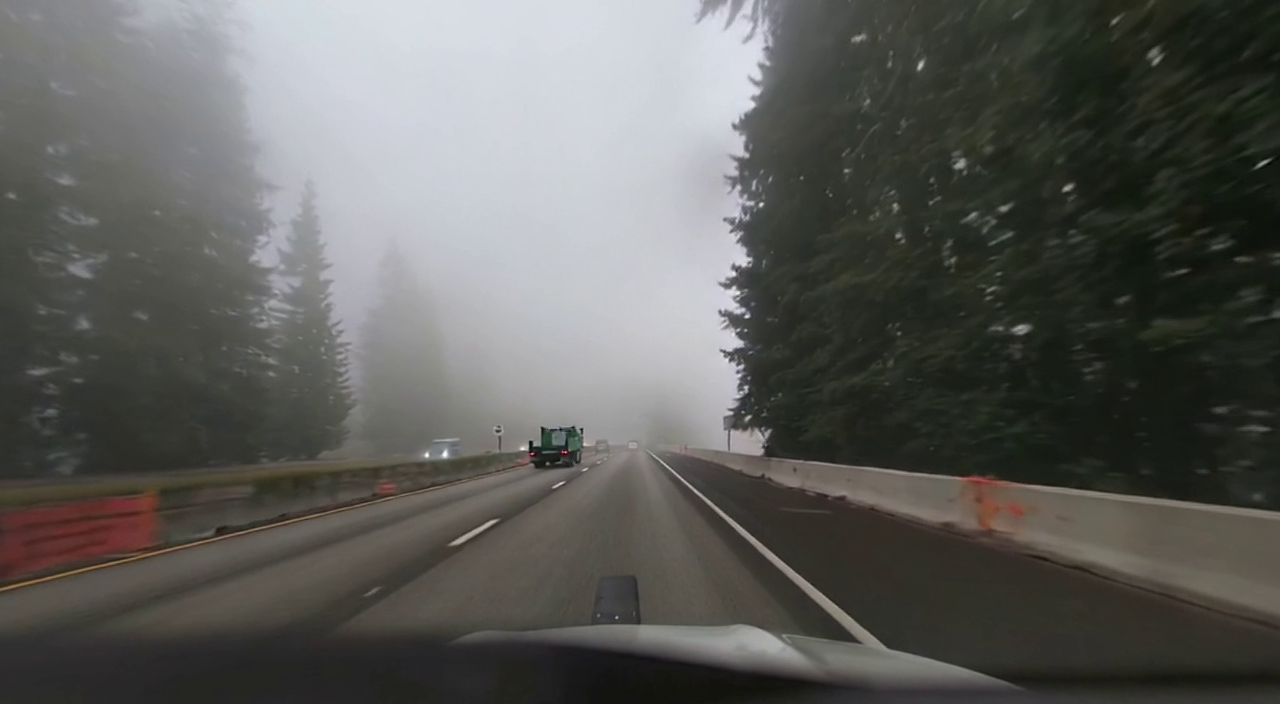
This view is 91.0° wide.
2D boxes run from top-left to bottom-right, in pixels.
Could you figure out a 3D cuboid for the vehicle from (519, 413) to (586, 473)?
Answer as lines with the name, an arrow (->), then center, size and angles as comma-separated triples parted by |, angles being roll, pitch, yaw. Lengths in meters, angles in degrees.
vehicle -> -4.177, 4.498, 31.253 | 2.484, 2.625, 5.907 | -1, -8, 0
